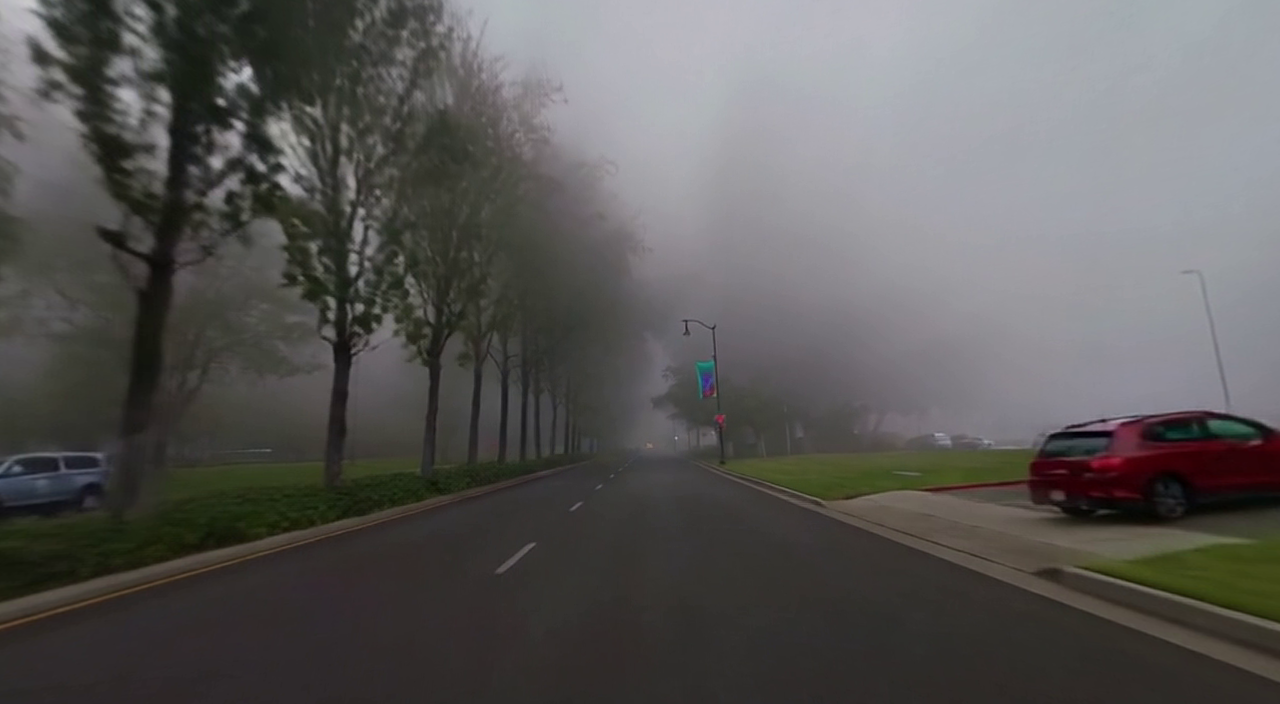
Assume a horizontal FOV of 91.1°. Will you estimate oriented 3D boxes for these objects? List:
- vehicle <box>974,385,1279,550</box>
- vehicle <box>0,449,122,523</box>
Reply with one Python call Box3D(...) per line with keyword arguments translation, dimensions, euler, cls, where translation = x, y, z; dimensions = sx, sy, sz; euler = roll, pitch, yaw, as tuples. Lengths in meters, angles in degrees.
Box3D(translation=(8.500, 1.732, 10.109), dimensions=(4.716, 1.672, 2.330), euler=(-10, -8, -2), cls="vehicle")
Box3D(translation=(-17.293, 3.672, 17.117), dimensions=(2.301, 1.821, 4.731), euler=(-4, -8, 1), cls="vehicle")
